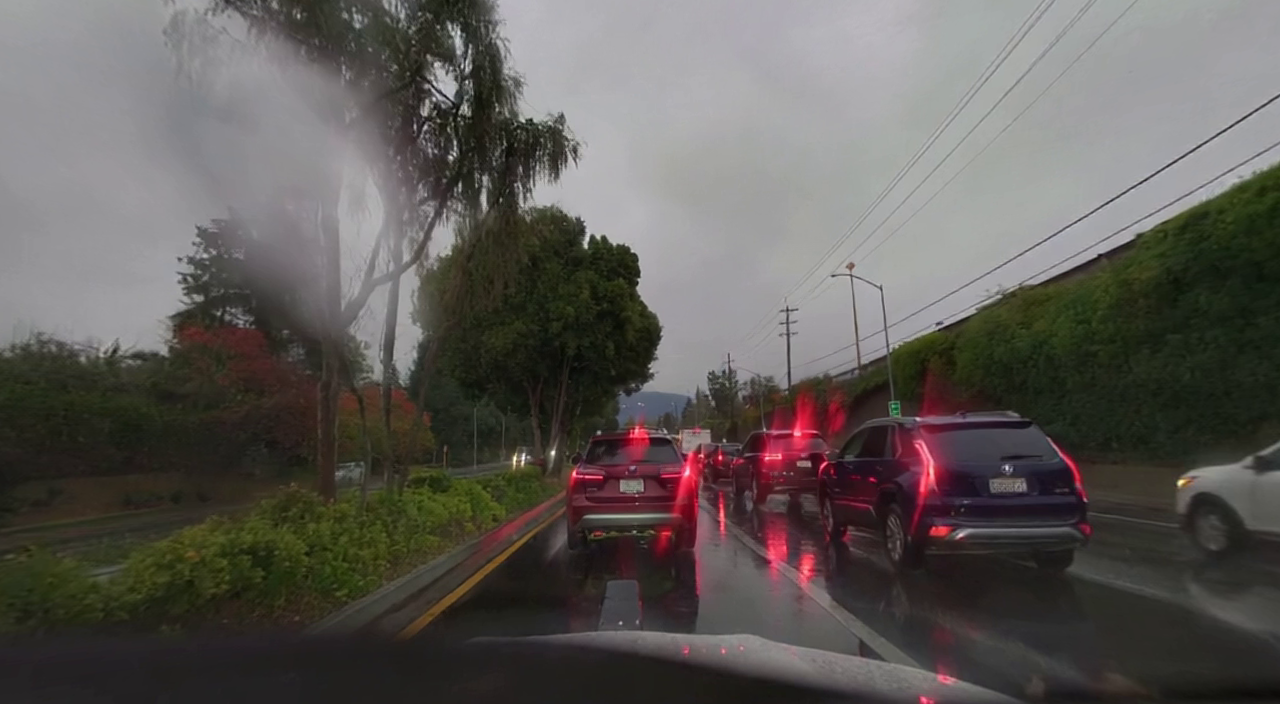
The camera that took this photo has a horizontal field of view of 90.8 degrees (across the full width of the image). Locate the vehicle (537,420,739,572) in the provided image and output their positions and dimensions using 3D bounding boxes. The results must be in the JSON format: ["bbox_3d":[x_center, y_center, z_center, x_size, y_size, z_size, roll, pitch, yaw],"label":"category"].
[{"bbox_3d":[-0.055,1.885,9.089,2.199,1.641,4.232,0,-8,-1],"label":"vehicle"}]

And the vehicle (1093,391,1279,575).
[{"bbox_3d":[7.160,1.273,6.161,2.018,1.757,4.715,0,-8,1],"label":"vehicle"}]

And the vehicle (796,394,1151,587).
[{"bbox_3d":[3.513,1.549,7.823,2.001,1.707,4.250,0,-8,-1],"label":"vehicle"}]

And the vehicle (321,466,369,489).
[{"bbox_3d":[-22.910,9.712,49.163,1.847,1.554,3.926,0,-8,-1],"label":"vehicle"}]
